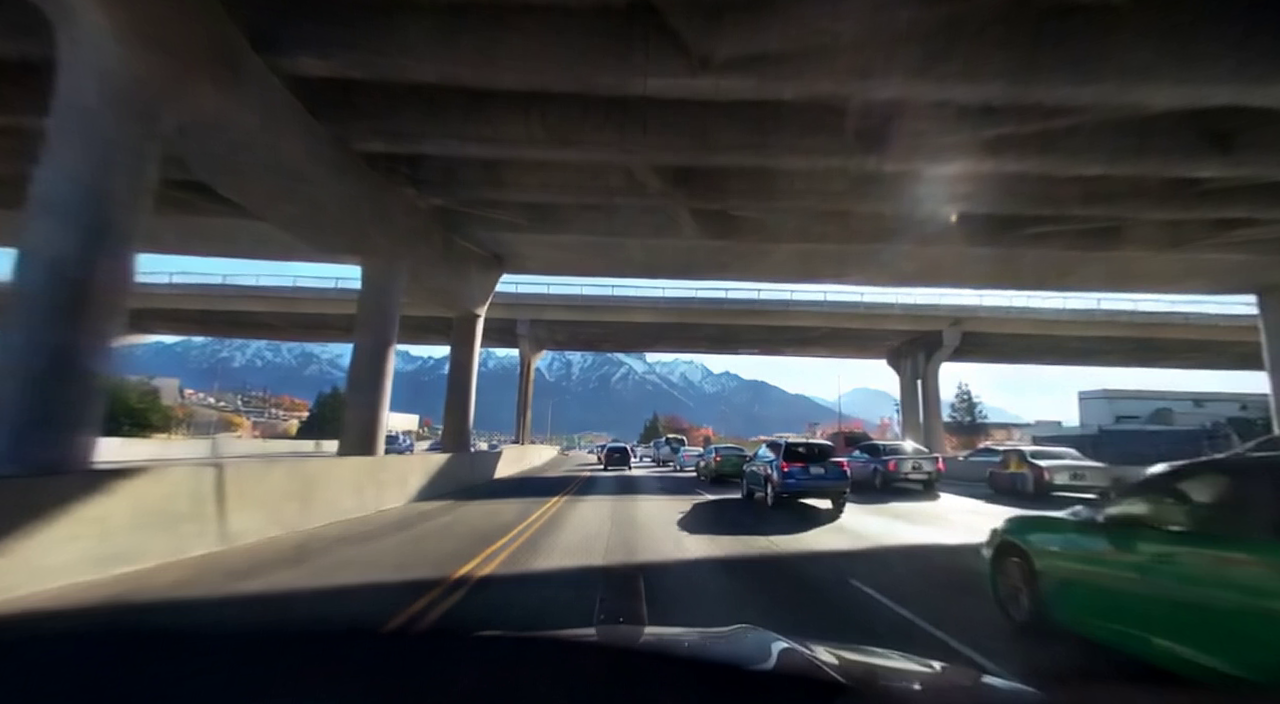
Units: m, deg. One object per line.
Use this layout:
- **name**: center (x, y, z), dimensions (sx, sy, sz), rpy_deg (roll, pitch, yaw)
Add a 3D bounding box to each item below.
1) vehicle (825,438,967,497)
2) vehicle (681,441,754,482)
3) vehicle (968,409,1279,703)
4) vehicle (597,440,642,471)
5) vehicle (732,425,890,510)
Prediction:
- **vehicle**: center (7.533, 3.438, 19.296), dimensions (2.025, 1.525, 5.211), rpy_deg (0, -8, -2)
- **vehicle**: center (2.976, 4.335, 25.351), dimensions (2.074, 1.455, 4.646), rpy_deg (0, -8, -3)
- **vehicle**: center (3.751, 1.015, 2.927), dimensions (1.944, 1.466, 4.540), rpy_deg (0, -8, -1)
- **vehicle**: center (-1.123, 5.524, 33.856), dimensions (2.266, 1.549, 3.978), rpy_deg (0, -8, -2)
- **vehicle**: center (3.907, 2.754, 15.623), dimensions (2.276, 1.739, 5.040), rpy_deg (0, -8, -3)
